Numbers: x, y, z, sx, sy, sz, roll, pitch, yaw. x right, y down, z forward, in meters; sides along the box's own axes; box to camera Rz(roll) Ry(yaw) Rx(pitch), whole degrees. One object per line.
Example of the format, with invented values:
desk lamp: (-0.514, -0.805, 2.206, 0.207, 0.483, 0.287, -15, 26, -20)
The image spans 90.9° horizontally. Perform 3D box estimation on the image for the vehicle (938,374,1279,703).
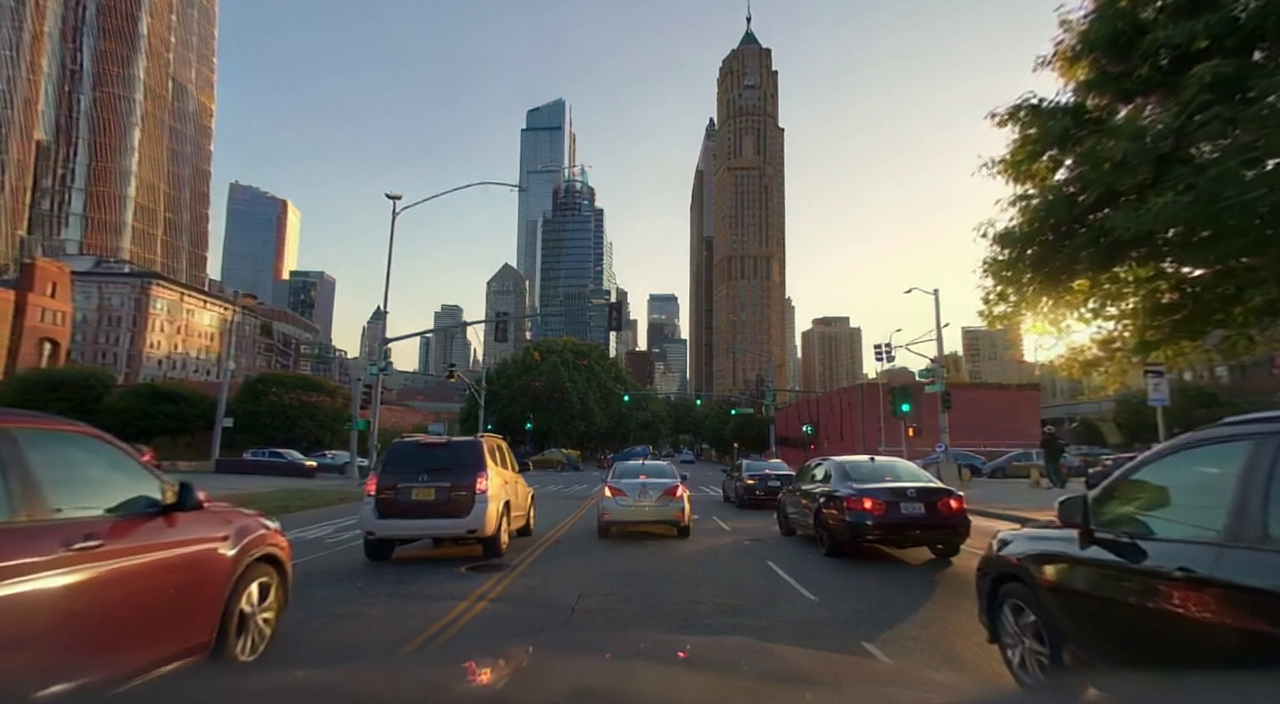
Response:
vehicle: (3.296, 0.948, 2.487, 2.179, 1.631, 4.173, 0, -9, 0)

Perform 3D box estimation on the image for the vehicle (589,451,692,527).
vehicle: (0.010, 2.996, 14.360, 2.031, 1.461, 3.763, 0, -9, 0)

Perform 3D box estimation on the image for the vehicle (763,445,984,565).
vehicle: (3.501, 2.349, 10.560, 1.973, 1.537, 4.533, 0, -9, 0)

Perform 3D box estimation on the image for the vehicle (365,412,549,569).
vehicle: (-2.675, 2.093, 10.191, 1.683, 2.039, 3.703, 0, -9, 3)

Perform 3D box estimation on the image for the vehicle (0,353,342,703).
vehicle: (-3.391, 0.969, 2.837, 2.046, 1.744, 4.407, 0, -9, -2)
